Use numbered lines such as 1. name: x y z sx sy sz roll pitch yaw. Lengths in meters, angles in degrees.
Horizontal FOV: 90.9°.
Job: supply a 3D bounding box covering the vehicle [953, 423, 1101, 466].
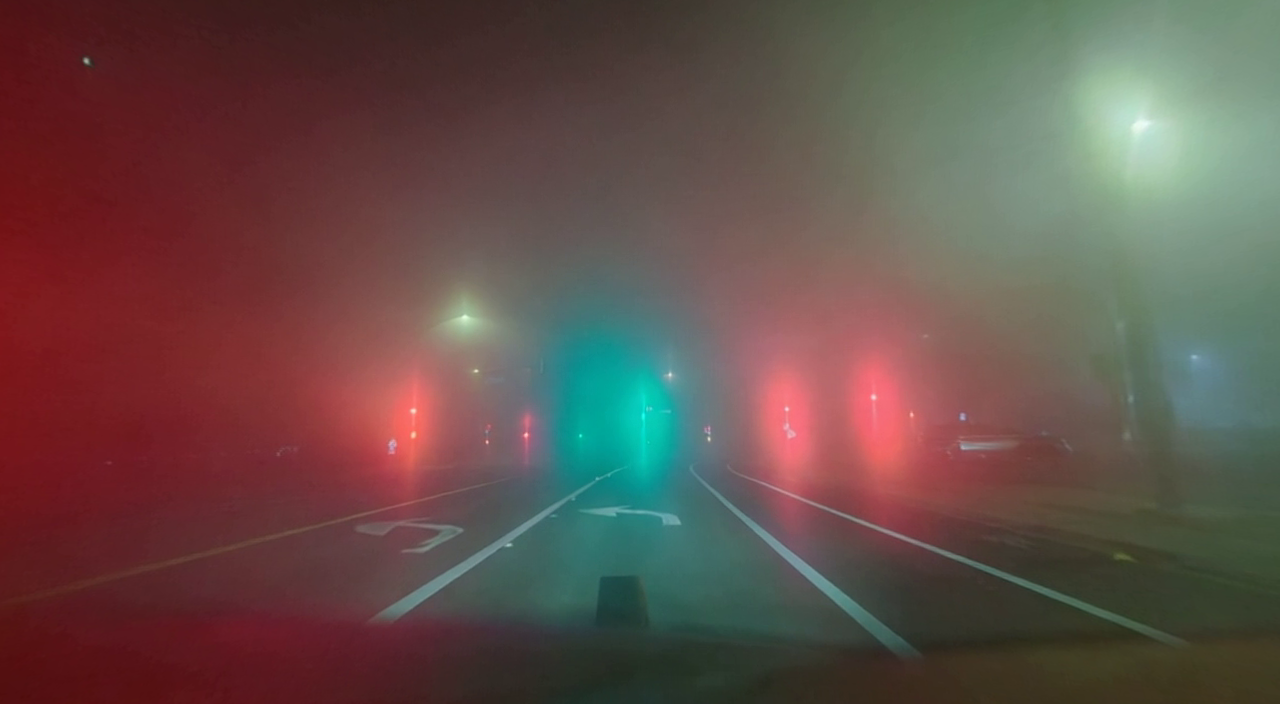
1. vehicle: 14.068 3.390 23.122 4.167 1.476 1.871 0 -9 -1
